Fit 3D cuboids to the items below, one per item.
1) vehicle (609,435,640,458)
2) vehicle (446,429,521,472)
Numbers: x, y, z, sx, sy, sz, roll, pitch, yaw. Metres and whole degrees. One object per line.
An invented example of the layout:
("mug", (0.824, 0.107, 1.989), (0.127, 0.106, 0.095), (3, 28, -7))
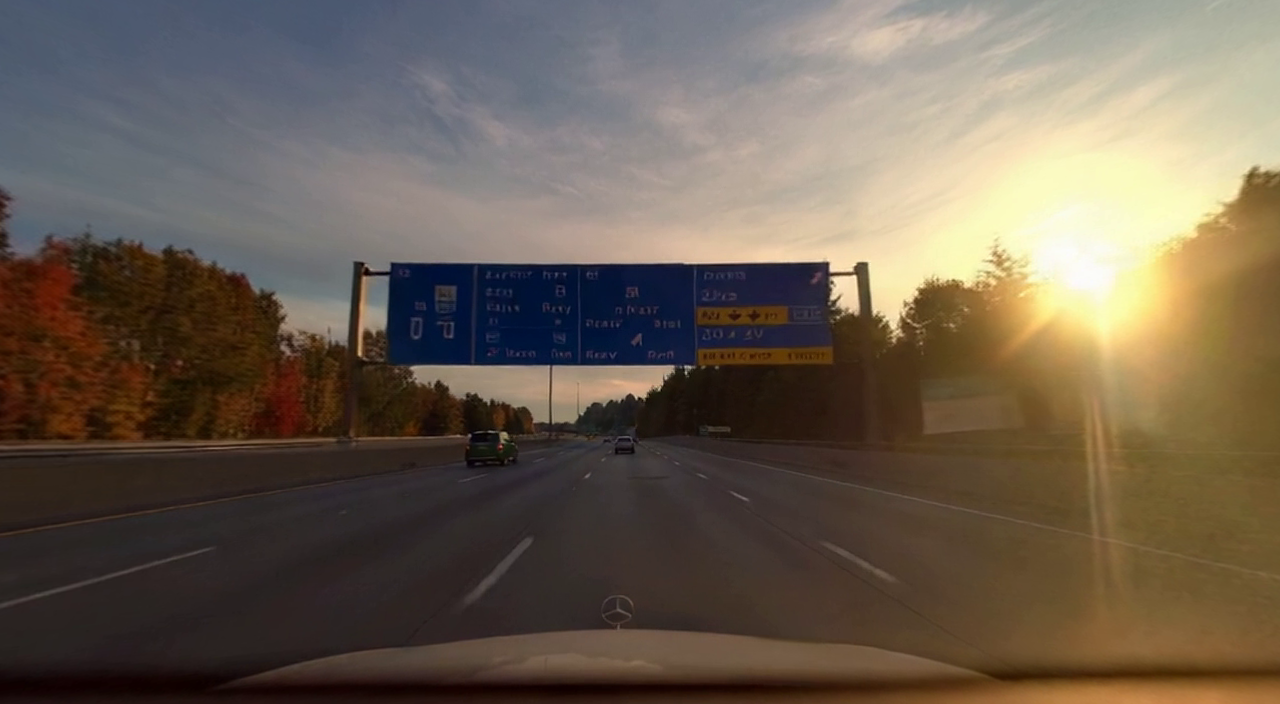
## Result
("vehicle", (-1.048, 6.417, 42.900), (2.010, 1.534, 4.013), (0, -8, -1))
("vehicle", (-6.667, 4.230, 27.393), (2.111, 1.689, 4.505), (0, -8, 0))
